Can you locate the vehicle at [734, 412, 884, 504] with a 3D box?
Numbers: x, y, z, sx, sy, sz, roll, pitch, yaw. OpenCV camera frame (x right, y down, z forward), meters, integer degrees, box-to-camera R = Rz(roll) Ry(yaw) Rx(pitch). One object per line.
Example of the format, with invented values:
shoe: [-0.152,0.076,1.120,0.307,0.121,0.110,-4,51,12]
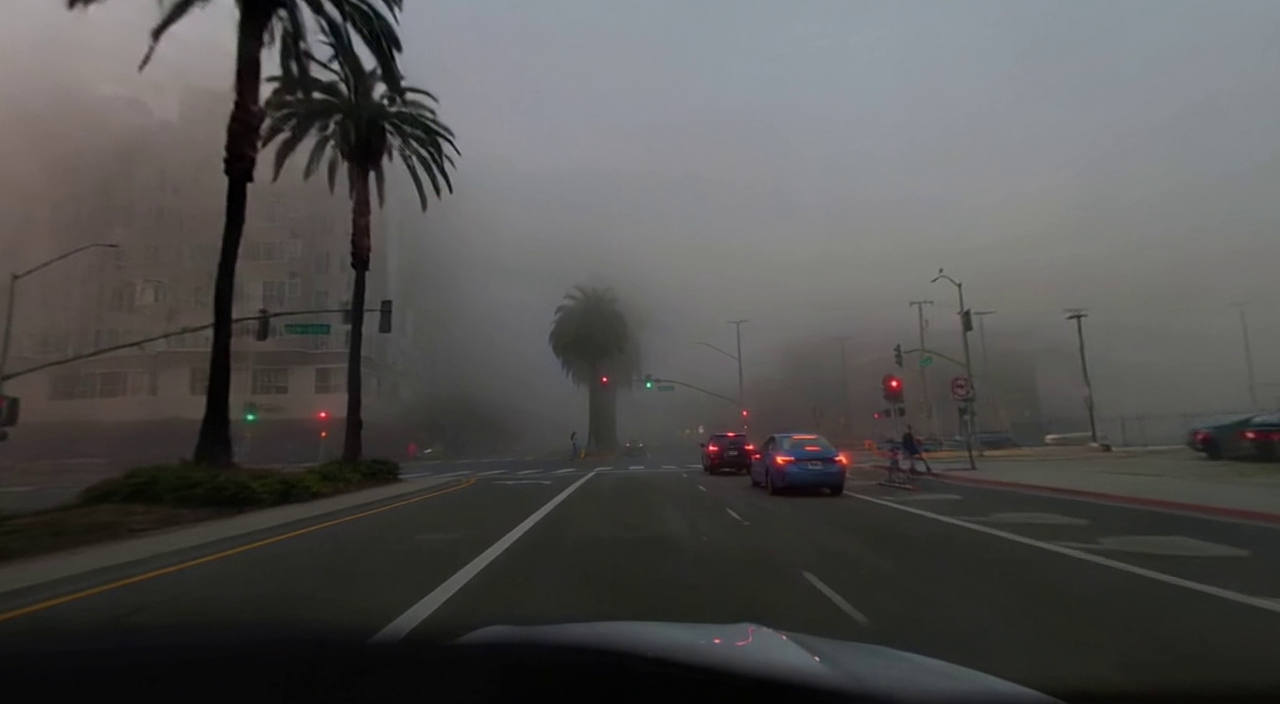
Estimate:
vehicle: [3.634,2.407,14.683,2.060,1.756,4.770,0,-8,-1]

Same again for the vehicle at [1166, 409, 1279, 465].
vehicle: [19.518,2.699,19.983,1.761,1.615,4.403,0,-9,-3]
